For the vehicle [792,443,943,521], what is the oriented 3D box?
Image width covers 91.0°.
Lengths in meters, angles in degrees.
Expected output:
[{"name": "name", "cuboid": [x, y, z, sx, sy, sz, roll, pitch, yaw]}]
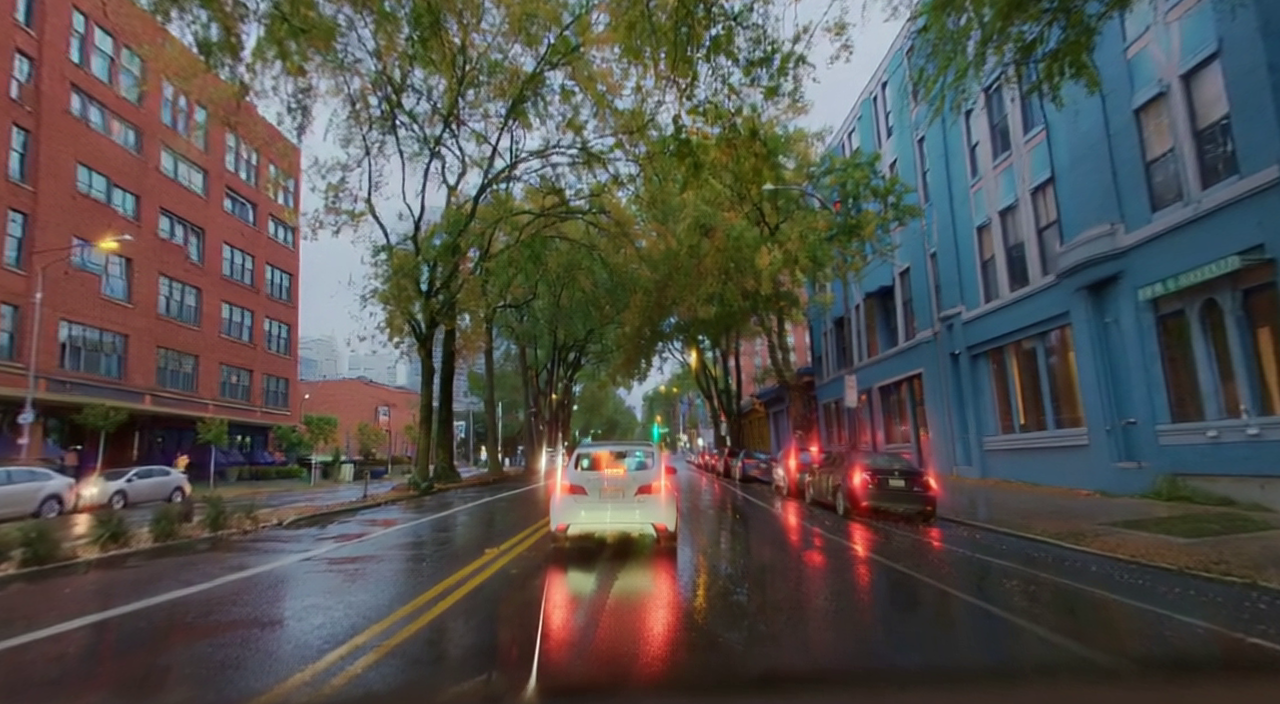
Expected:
[{"name": "vehicle", "cuboid": [4.912, 2.838, 14.304, 1.832, 1.491, 4.054, 1, -9, -1]}]

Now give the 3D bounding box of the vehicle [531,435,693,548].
[{"name": "vehicle", "cuboid": [-0.388, 2.242, 10.787, 2.230, 1.518, 4.113, 0, -9, 0]}]

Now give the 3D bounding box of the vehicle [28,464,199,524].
[{"name": "vehicle", "cuboid": [-18.023, 4.828, 21.923, 2.011, 1.727, 4.449, 1, -9, 0]}]
